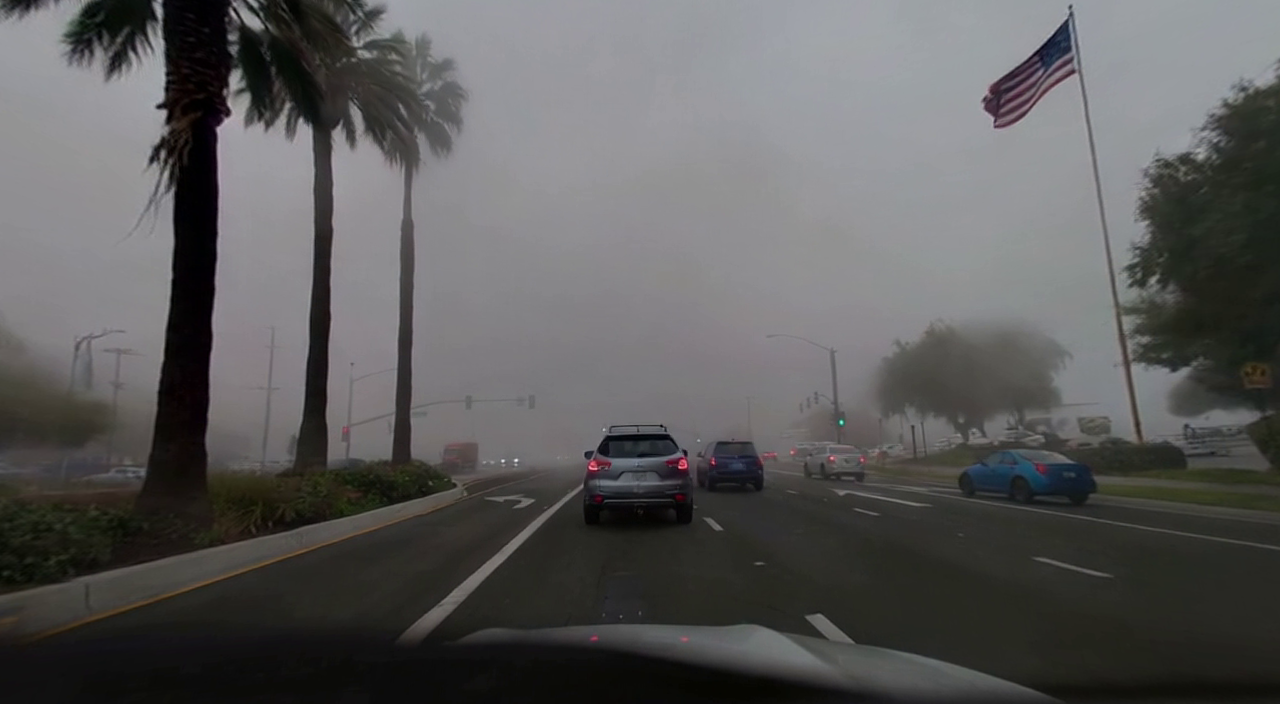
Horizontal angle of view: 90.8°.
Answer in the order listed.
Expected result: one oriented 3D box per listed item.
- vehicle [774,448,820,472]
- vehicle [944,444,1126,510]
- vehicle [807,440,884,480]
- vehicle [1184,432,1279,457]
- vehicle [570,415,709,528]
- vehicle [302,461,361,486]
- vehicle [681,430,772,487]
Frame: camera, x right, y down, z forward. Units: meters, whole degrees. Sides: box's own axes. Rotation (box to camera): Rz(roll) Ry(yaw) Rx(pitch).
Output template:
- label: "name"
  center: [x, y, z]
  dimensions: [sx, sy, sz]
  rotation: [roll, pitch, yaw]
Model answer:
- label: "vehicle"
  center: [10.167, 6.988, 41.137]
  dimensions: [1.855, 1.495, 4.143]
  rotation: [0, -8, -1]
- label: "vehicle"
  center: [9.939, 3.142, 16.415]
  dimensions: [1.967, 1.485, 4.267]
  rotation: [0, -8, 0]
- label: "vehicle"
  center: [10.036, 5.302, 31.344]
  dimensions: [2.155, 1.779, 4.582]
  rotation: [0, -8, -2]
- label: "vehicle"
  center: [36.388, 5.730, 38.958]
  dimensions: [1.839, 1.455, 4.395]
  rotation: [0, -9, 2]
- label: "vehicle"
  center: [-0.047, 2.403, 13.261]
  dimensions: [2.402, 1.938, 4.535]
  rotation: [0, -8, -1]
- label: "vehicle"
  center: [-21.737, 8.581, 44.678]
  dimensions: [1.873, 1.484, 4.571]
  rotation: [-2, -8, 0]
- label: "vehicle"
  center: [3.332, 4.320, 25.956]
  dimensions: [2.773, 2.021, 6.212]
  rotation: [0, -8, -1]
